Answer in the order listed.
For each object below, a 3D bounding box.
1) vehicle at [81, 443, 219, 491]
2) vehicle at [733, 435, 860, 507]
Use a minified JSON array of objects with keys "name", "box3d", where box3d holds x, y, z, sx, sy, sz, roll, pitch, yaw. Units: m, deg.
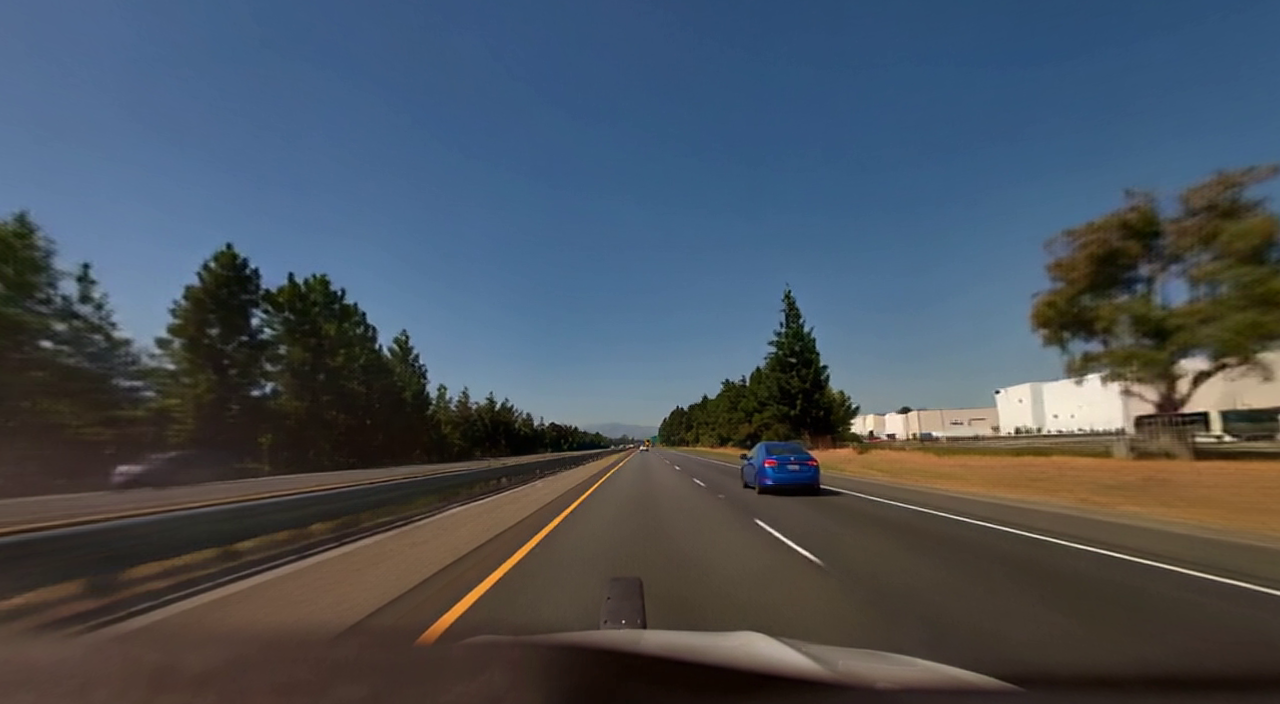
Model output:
[{"name":"vehicle","box3d":[-20.548,4.802,26.661,2.101,1.837,4.524,0,-8,1]},{"name":"vehicle","box3d":[3.667,2.859,15.558,2.079,1.531,3.997,0,-8,-1]}]
